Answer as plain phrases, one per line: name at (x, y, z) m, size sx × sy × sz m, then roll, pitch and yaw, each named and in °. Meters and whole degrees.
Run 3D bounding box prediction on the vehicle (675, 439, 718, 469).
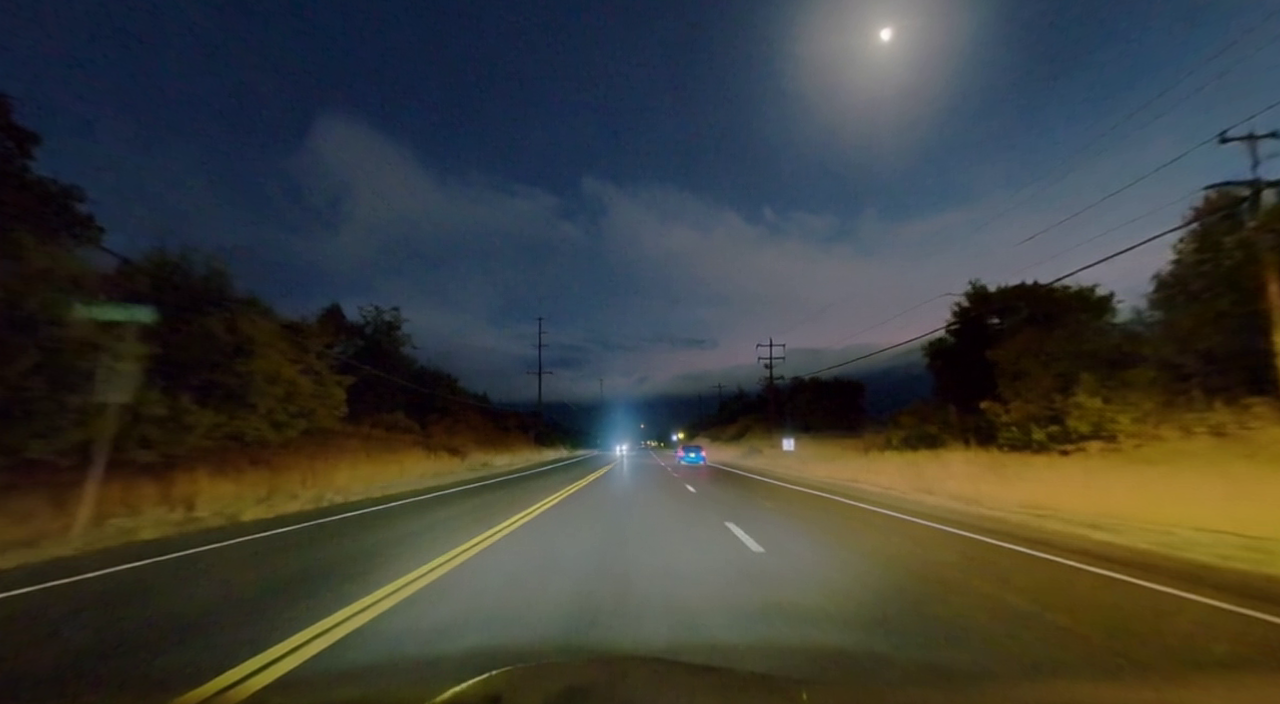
vehicle at (3.383, 6.245, 38.794) m, size 2.135 × 1.692 × 4.185 m, roll 0°, pitch -9°, yaw -1°
